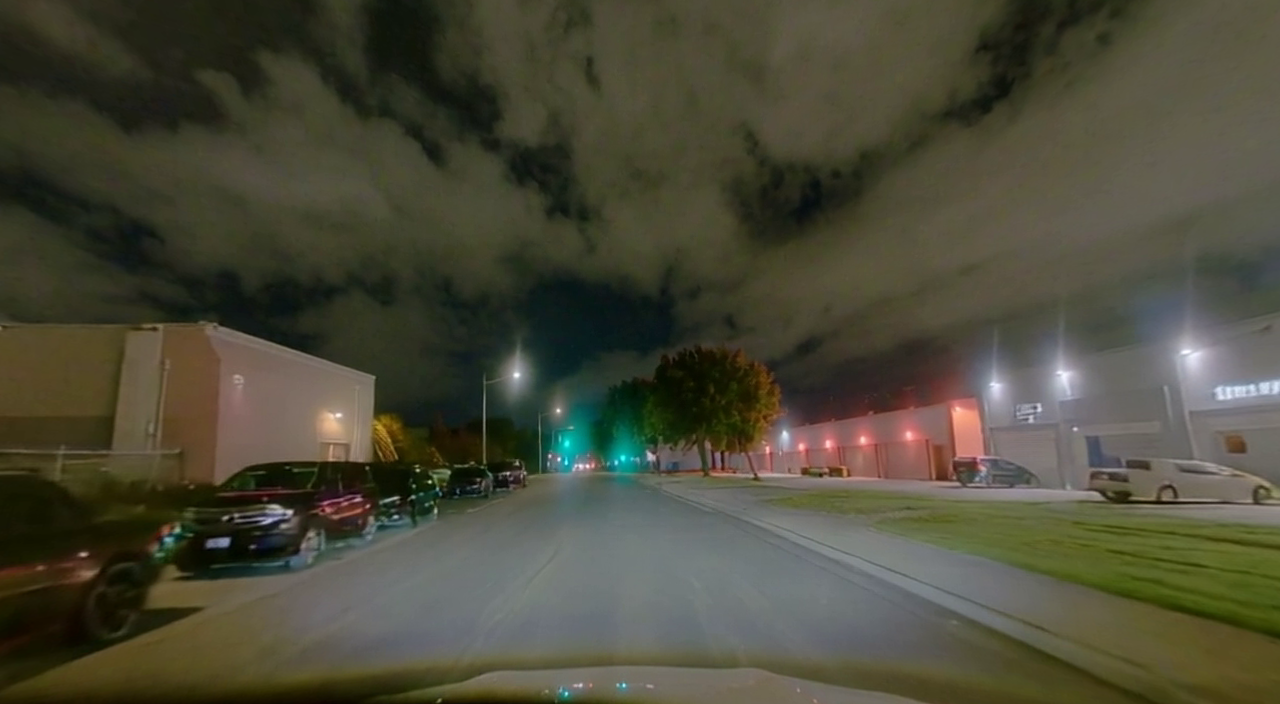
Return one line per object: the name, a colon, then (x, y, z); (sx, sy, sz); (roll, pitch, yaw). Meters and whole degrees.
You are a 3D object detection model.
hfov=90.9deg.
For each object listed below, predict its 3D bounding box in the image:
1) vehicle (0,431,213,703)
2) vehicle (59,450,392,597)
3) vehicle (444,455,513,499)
vehicle: (-4.852, 1.276, 3.631); (1.886, 1.640, 4.311); (2, -8, -3)
vehicle: (-5.274, 2.242, 9.017); (1.870, 1.510, 4.627); (1, -10, -4)
vehicle: (-6.499, 5.081, 25.811); (1.882, 1.606, 4.191); (1, -10, -3)
